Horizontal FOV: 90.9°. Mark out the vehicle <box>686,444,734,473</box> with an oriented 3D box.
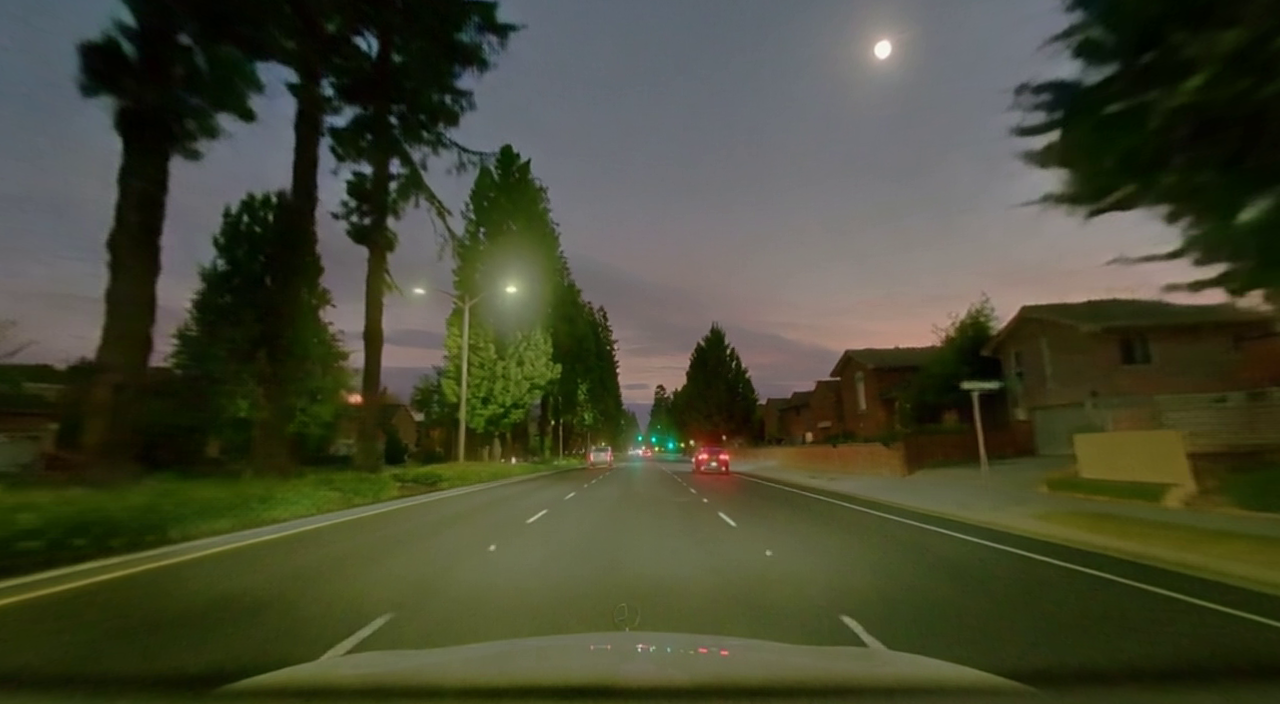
[{"bbox_3d":[4.067,6.289,37.408,2.237,1.578,4.621,0,-8,-1],"label":"vehicle"}]
